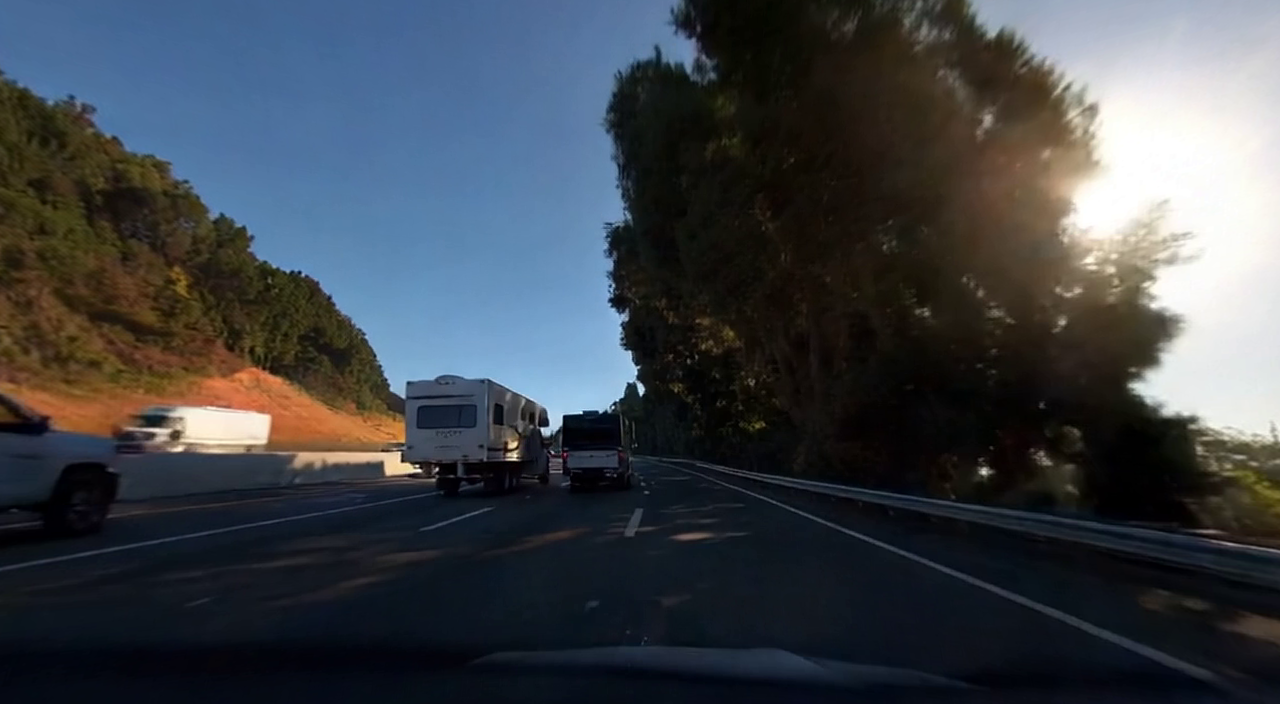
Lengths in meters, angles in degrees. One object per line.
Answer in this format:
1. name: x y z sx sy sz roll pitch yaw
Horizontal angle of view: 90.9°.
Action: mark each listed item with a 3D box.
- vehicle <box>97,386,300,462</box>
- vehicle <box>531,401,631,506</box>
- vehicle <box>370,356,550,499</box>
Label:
1. vehicle: -25.599 4.633 38.075 2.740 3.781 13.067 0 -9 0
2. vehicle: -1.491 2.801 17.518 2.331 2.583 3.743 0 -9 1
3. vehicle: -6.076 3.214 25.008 2.929 4.010 14.446 0 -9 0
